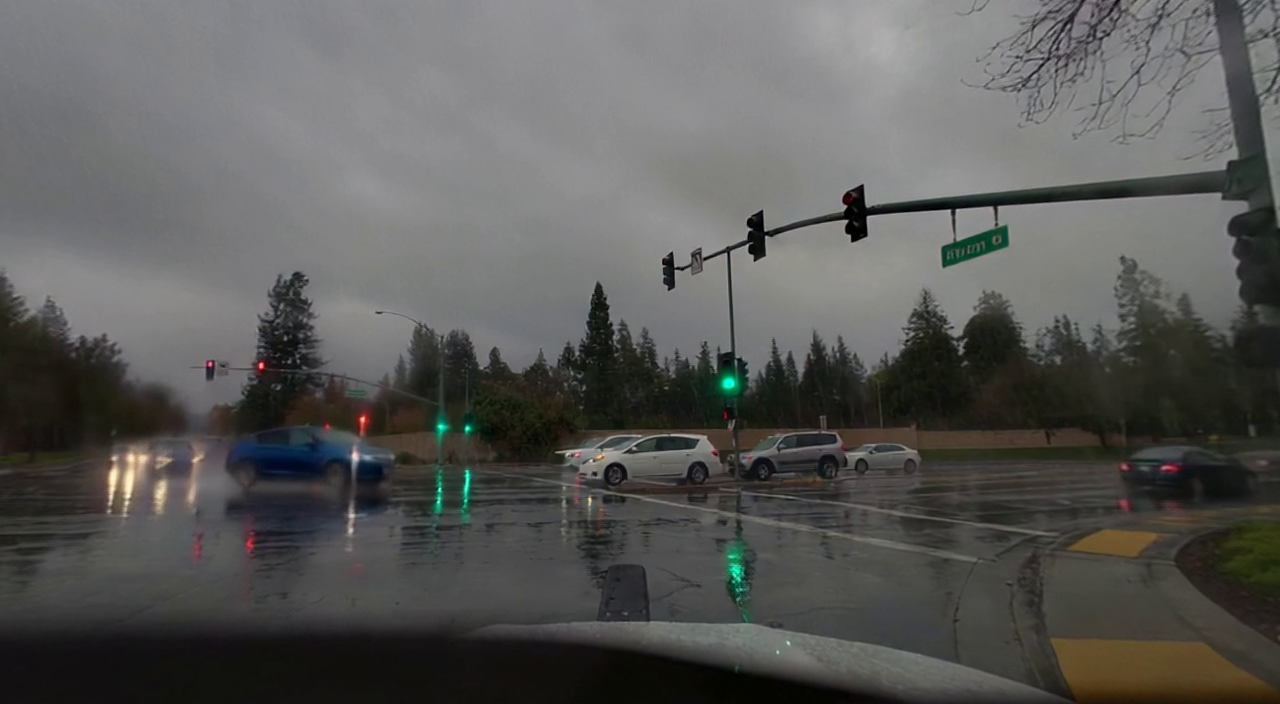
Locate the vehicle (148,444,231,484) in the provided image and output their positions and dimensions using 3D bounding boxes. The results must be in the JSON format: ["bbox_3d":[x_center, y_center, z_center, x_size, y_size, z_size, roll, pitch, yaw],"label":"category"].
[{"bbox_3d":[-18.811,4.592,26.208,2.000,1.484,4.826,8,-12,-43],"label":"vehicle"}]

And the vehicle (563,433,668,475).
[{"bbox_3d":[-1.083,4.579,28.492,4.360,1.749,1.895,4,-10,-28],"label":"vehicle"}]

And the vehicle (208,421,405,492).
[{"bbox_3d":[-9.841,3.047,18.565,5.332,1.807,2.450,-5,-10,28],"label":"vehicle"}]

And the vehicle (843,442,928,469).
[{"bbox_3d":[13.829,5.783,35.417,4.457,1.429,1.862,4,-9,-26],"label":"vehicle"}]

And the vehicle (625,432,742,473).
[{"bbox_3d":[1.800,4.141,26.142,4.483,1.589,1.852,4,-9,-25],"label":"vehicle"}]

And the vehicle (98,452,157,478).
[{"bbox_3d":[-32.528,7.124,39.941,4.589,1.462,1.953,-7,-11,40],"label":"vehicle"}]

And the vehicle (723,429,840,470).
[{"bbox_3d":[7.319,5.064,32.541,5.791,1.964,2.199,5,-10,-26],"label":"vehicle"}]

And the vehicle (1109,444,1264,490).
[{"bbox_3d":[18.736,3.868,21.622,4.686,1.425,2.018,3,-9,-23],"label":"vehicle"}]
